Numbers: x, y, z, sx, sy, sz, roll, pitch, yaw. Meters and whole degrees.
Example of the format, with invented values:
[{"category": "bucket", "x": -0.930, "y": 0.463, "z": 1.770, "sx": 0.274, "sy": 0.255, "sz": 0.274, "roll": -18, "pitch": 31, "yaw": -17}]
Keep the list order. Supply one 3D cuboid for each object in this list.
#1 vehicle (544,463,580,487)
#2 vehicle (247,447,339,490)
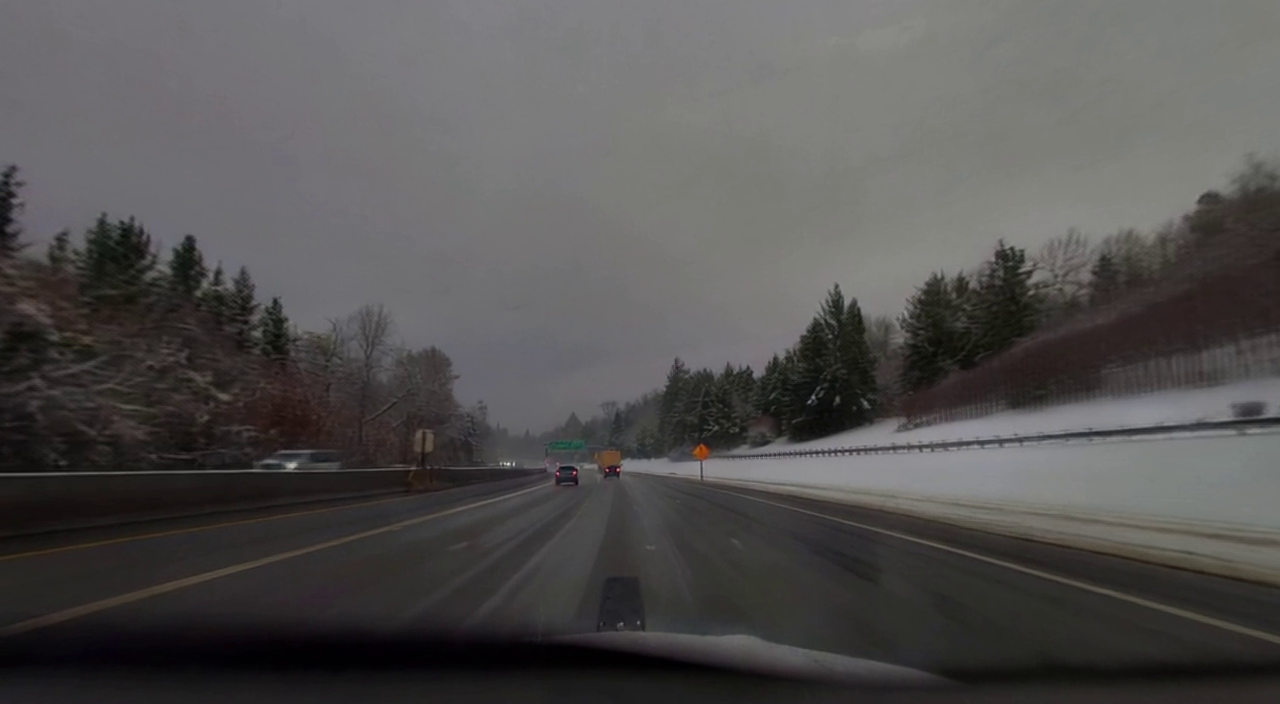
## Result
[{"category": "vehicle", "x": -5.340, "y": 8.538, "z": 43.756, "sx": 2.115, "sy": 1.546, "sz": 4.638, "roll": 1, "pitch": -10, "yaw": -2}, {"category": "vehicle", "x": -18.152, "y": 6.146, "z": 33.310, "sx": 2.054, "sy": 2.055, "sz": 4.995, "roll": 1, "pitch": -10, "yaw": -2}]
